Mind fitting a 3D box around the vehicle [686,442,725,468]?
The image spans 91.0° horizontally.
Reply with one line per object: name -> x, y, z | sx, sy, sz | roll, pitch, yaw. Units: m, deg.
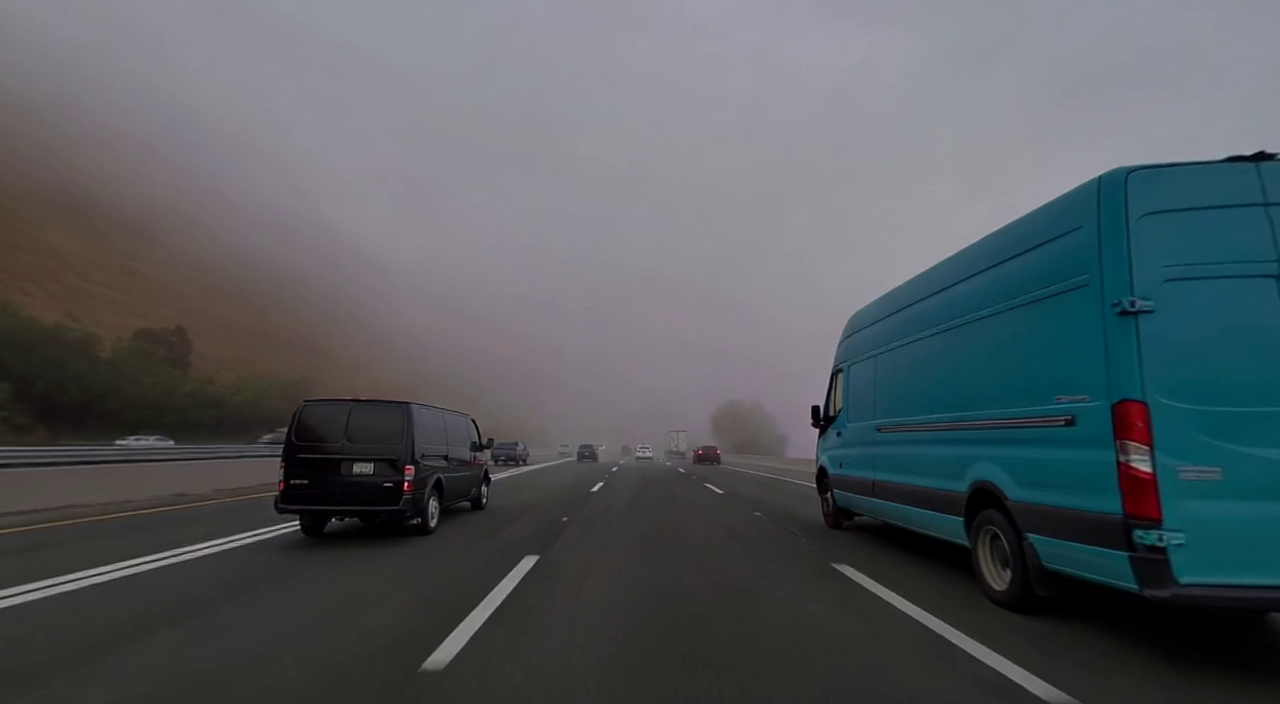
vehicle -> 4.198, 6.713, 41.060 | 2.051, 1.598, 4.145 | 0, -9, -1

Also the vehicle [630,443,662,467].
vehicle -> 0.386, 6.842, 41.916 | 2.014, 1.543, 3.804 | 0, -9, 0

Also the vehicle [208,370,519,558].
vehicle -> -3.819, 1.751, 10.380 | 2.421, 2.203, 5.775 | 0, -9, 1

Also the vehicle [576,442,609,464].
vehicle -> -3.590, 7.736, 48.118 | 2.138, 1.581, 4.340 | 0, -9, 0

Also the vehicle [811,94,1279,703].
vehicle -> 4.228, 0.717, 6.725 | 2.764, 3.260, 7.019 | 0, -9, 0
